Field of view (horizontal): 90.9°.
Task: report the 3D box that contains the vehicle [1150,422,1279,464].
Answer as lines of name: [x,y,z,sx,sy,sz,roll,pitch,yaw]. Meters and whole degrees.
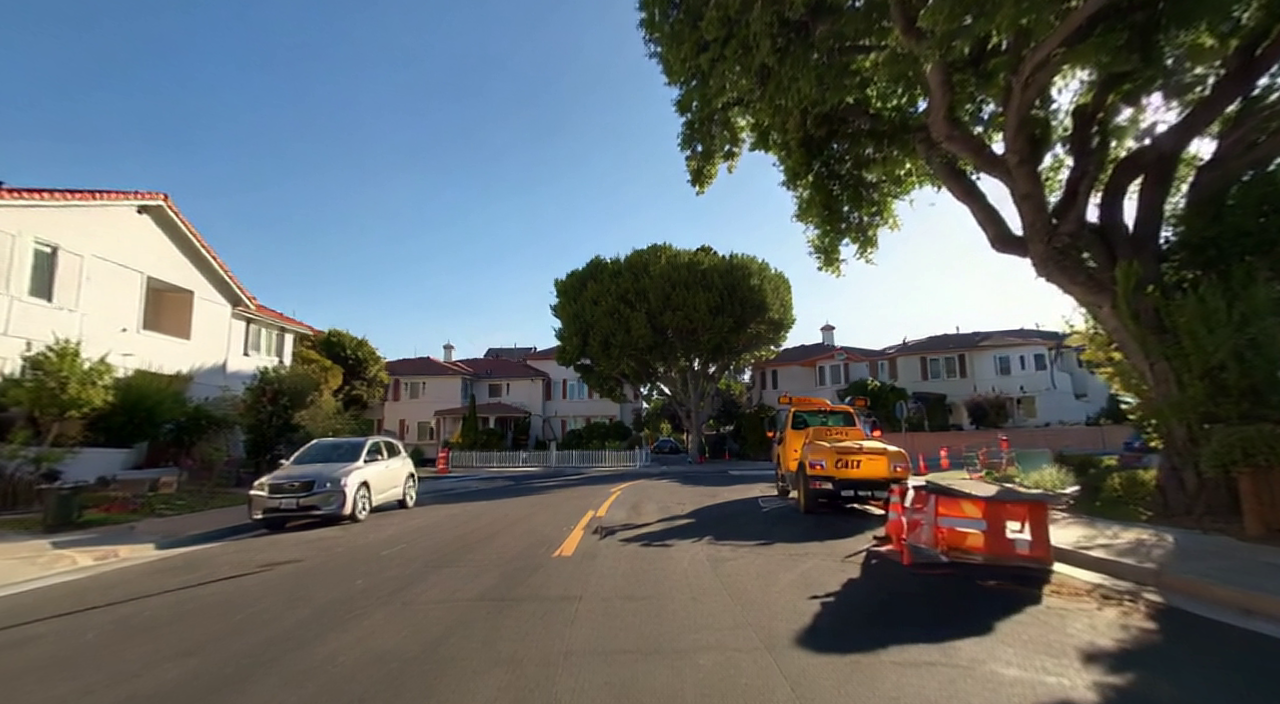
vehicle: [24.459,3.785,26.289,4.540,1.558,1.980,-2,-8,1]

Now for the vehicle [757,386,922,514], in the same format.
vehicle: [4.442,2.276,14.812,2.501,2.613,3.505,1,-9,-3]

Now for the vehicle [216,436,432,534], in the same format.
vehicle: [-6.604,2.766,14.002,2.220,1.765,4.799,0,-8,1]
